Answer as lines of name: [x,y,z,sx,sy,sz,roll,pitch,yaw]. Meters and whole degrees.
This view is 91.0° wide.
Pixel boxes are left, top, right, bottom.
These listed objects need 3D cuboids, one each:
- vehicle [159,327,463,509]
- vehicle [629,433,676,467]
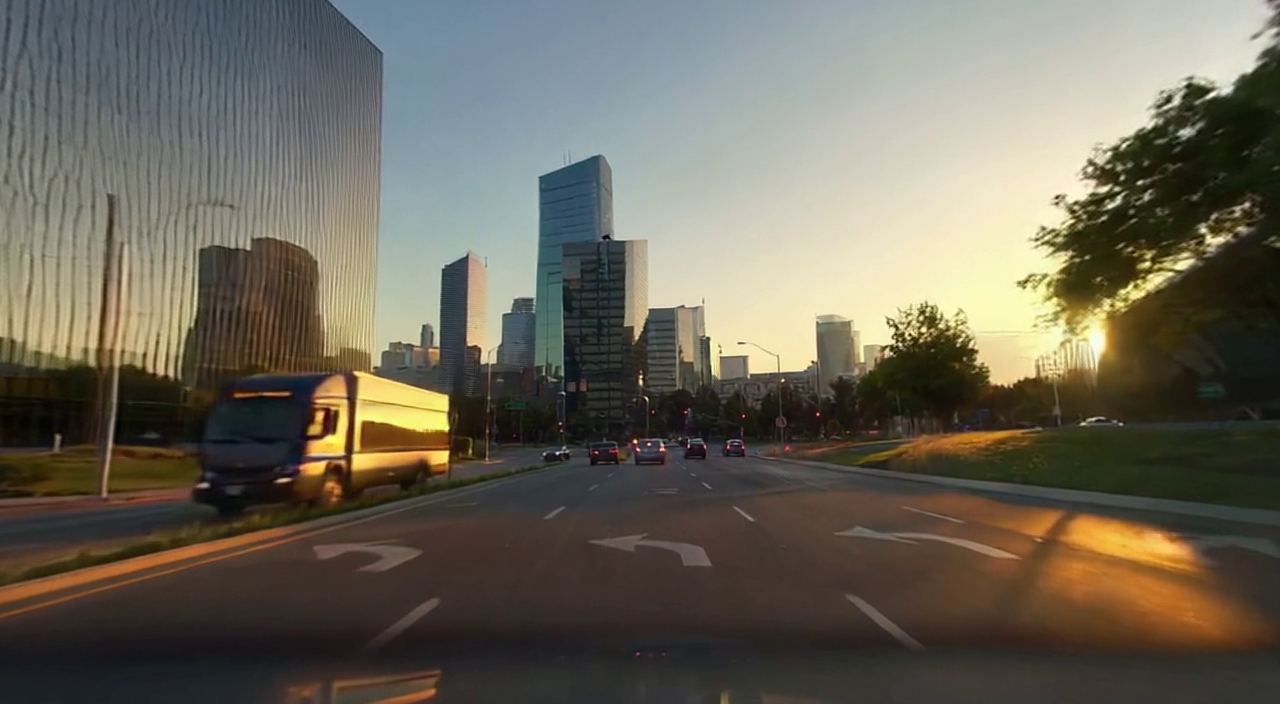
vehicle: [-8.668,2.245,19.271,3.065,3.928,11.252,0,-9,1]
vehicle: [0.704,5.813,37.530,2.601,1.878,4.535,0,-9,0]
